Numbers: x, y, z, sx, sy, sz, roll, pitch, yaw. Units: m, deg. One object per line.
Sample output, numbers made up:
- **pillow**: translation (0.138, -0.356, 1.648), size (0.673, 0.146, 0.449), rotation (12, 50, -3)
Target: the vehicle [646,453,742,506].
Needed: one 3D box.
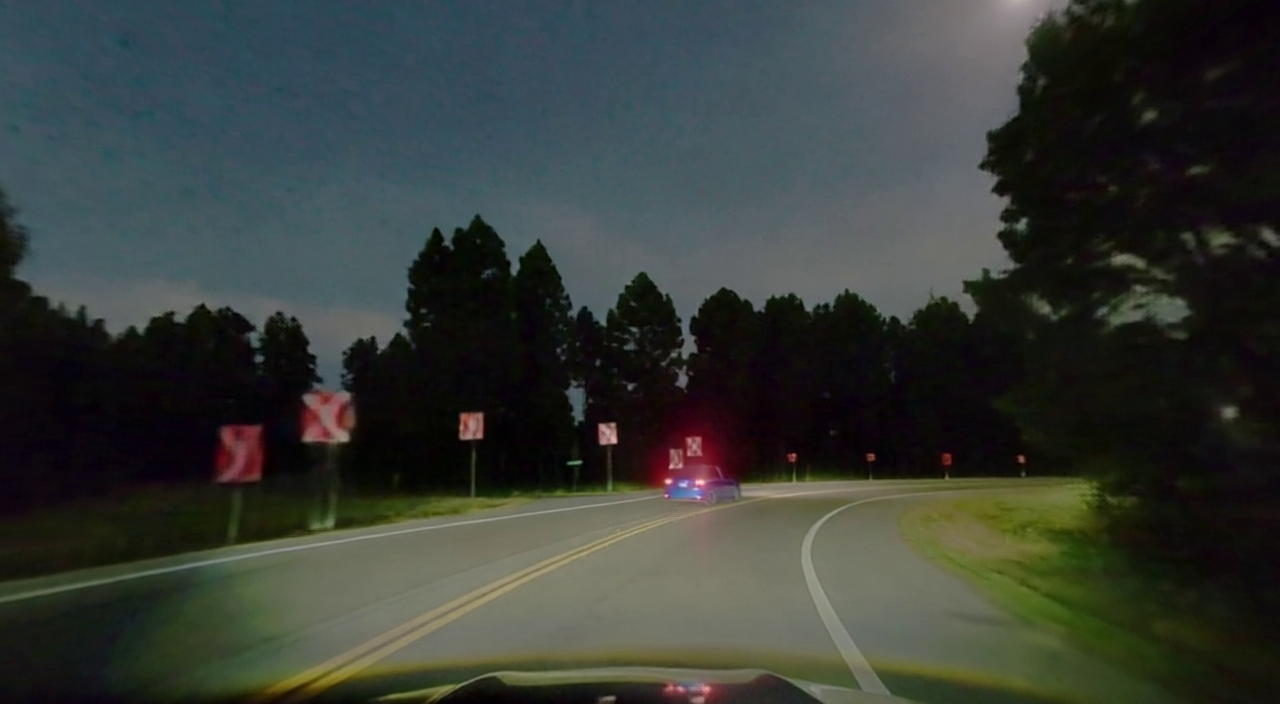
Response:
- **vehicle**: translation (2.085, 4.602, 22.929), size (1.997, 1.692, 4.422), rotation (-4, -11, 26)
